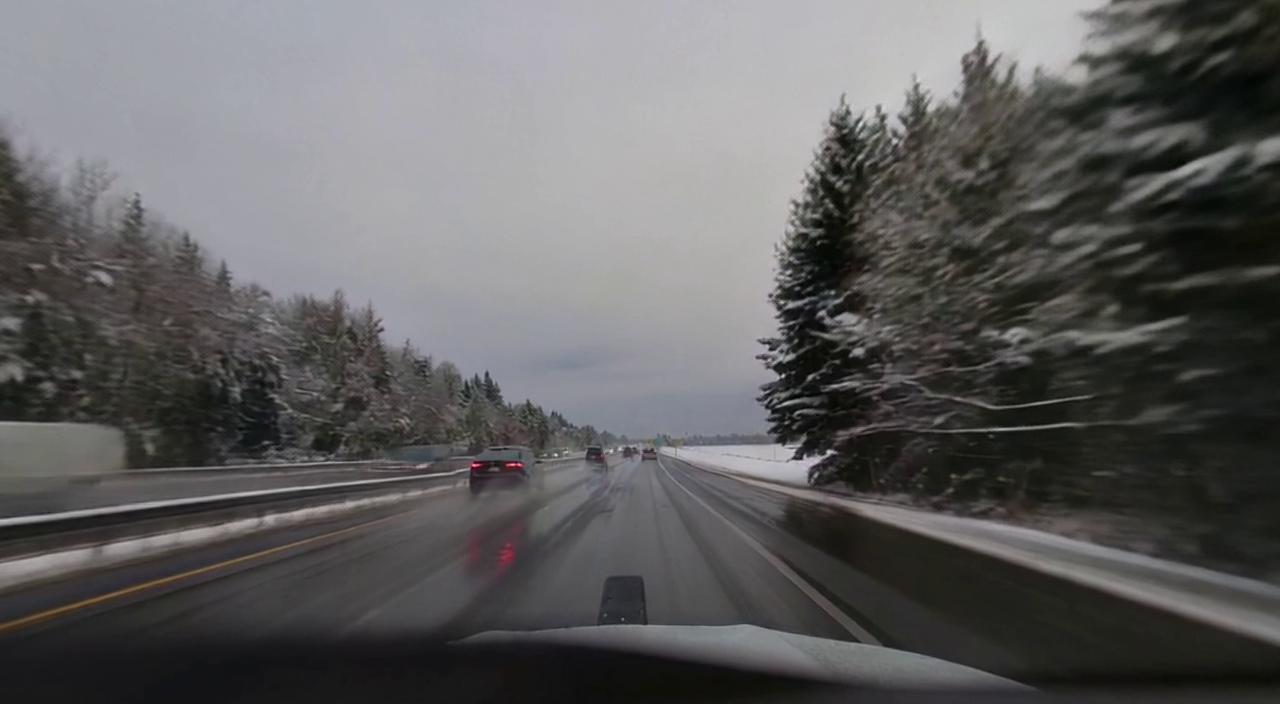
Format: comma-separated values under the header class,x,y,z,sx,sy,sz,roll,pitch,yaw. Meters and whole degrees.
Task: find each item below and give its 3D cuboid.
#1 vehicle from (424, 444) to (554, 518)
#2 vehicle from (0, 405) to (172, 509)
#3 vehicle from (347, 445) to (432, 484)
class,x,y,z,sx,sy,sz,roll,pitch,yaw
vehicle,-3.355,2.952,14.876,1.970,1.483,4.097,0,-9,1
vehicle,-17.236,3.037,18.276,2.390,2.578,6.242,0,-9,1
vehicle,-12.009,5.428,30.663,1.933,1.672,5.276,0,-9,0
